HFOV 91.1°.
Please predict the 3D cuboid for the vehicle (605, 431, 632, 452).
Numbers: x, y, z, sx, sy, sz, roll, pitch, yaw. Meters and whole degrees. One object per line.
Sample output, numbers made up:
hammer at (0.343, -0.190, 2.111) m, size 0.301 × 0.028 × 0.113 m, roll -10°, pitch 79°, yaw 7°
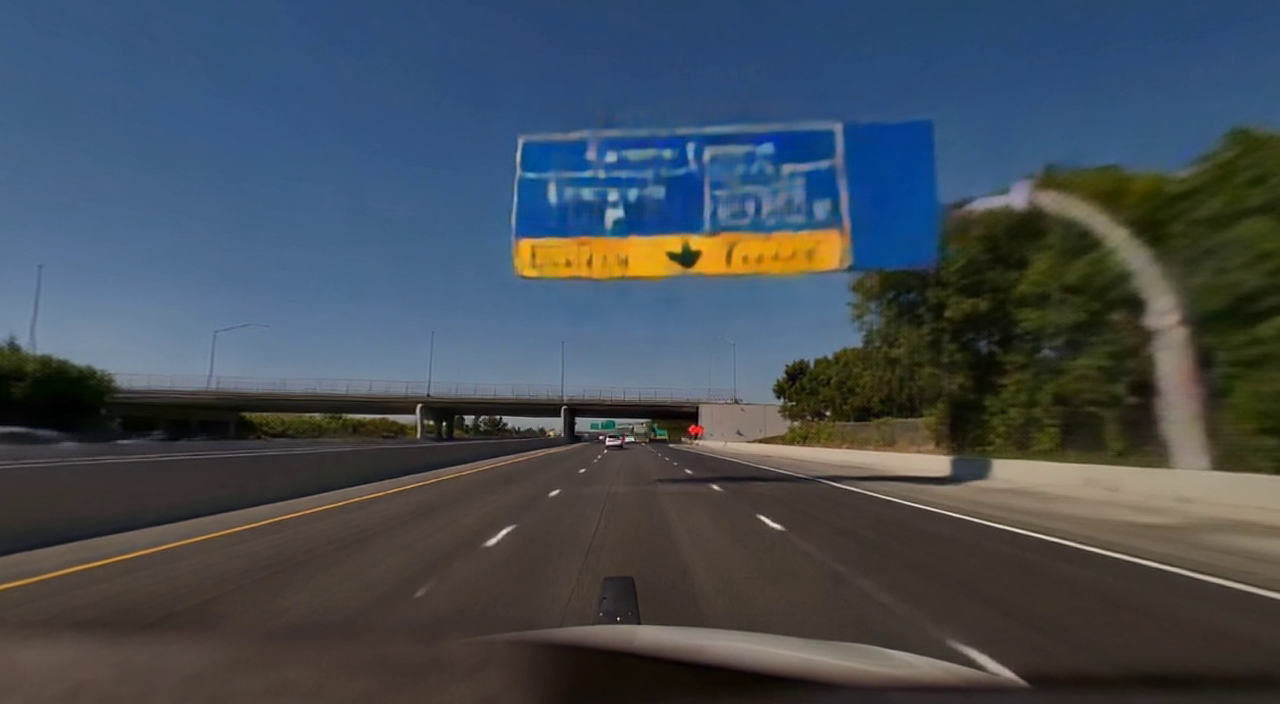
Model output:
vehicle at (-1.650, 6.924, 48.526) m, size 2.025 × 1.519 × 3.924 m, roll 0°, pitch -8°, yaw -2°
